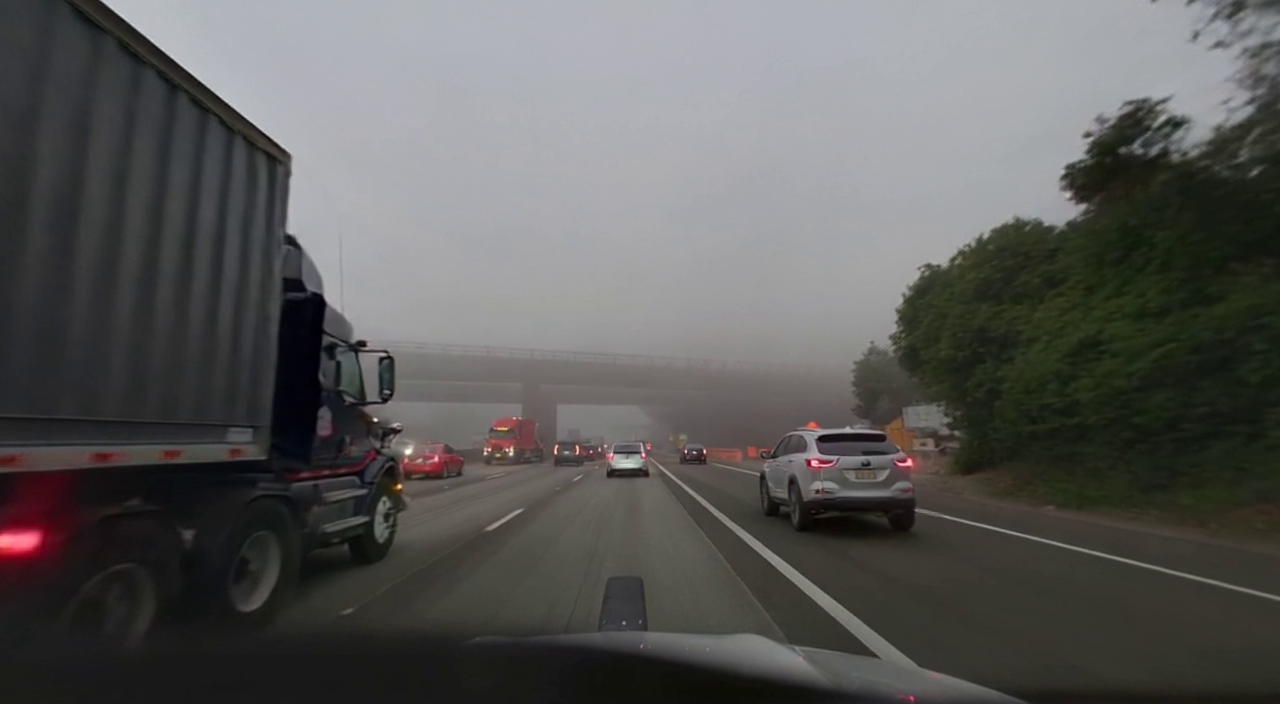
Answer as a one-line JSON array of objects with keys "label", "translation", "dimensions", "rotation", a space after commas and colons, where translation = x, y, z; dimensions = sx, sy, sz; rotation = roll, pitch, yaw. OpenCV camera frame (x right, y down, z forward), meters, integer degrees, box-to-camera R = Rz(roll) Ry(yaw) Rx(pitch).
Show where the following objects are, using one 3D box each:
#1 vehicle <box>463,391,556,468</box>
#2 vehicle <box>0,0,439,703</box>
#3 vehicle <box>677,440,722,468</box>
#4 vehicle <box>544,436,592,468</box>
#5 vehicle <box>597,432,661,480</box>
[{"label": "vehicle", "translation": [-7.364, 4.688, 37.469], "dimensions": [2.959, 3.886, 10.574], "rotation": [-1, -8, 2]}, {"label": "vehicle", "translation": [-3.780, -0.082, 1.294], "dimensions": [3.075, 3.276, 11.073], "rotation": [0, -8, 0]}, {"label": "vehicle", "translation": [3.217, 5.575, 34.708], "dimensions": [2.003, 1.465, 4.092], "rotation": [0, -8, -1]}, {"label": "vehicle", "translation": [-4.009, 5.645, 35.765], "dimensions": [2.124, 1.639, 4.344], "rotation": [0, -8, 1]}, {"label": "vehicle", "translation": [-0.400, 3.977, 24.391], "dimensions": [2.270, 1.696, 4.061], "rotation": [0, -8, 0]}]
